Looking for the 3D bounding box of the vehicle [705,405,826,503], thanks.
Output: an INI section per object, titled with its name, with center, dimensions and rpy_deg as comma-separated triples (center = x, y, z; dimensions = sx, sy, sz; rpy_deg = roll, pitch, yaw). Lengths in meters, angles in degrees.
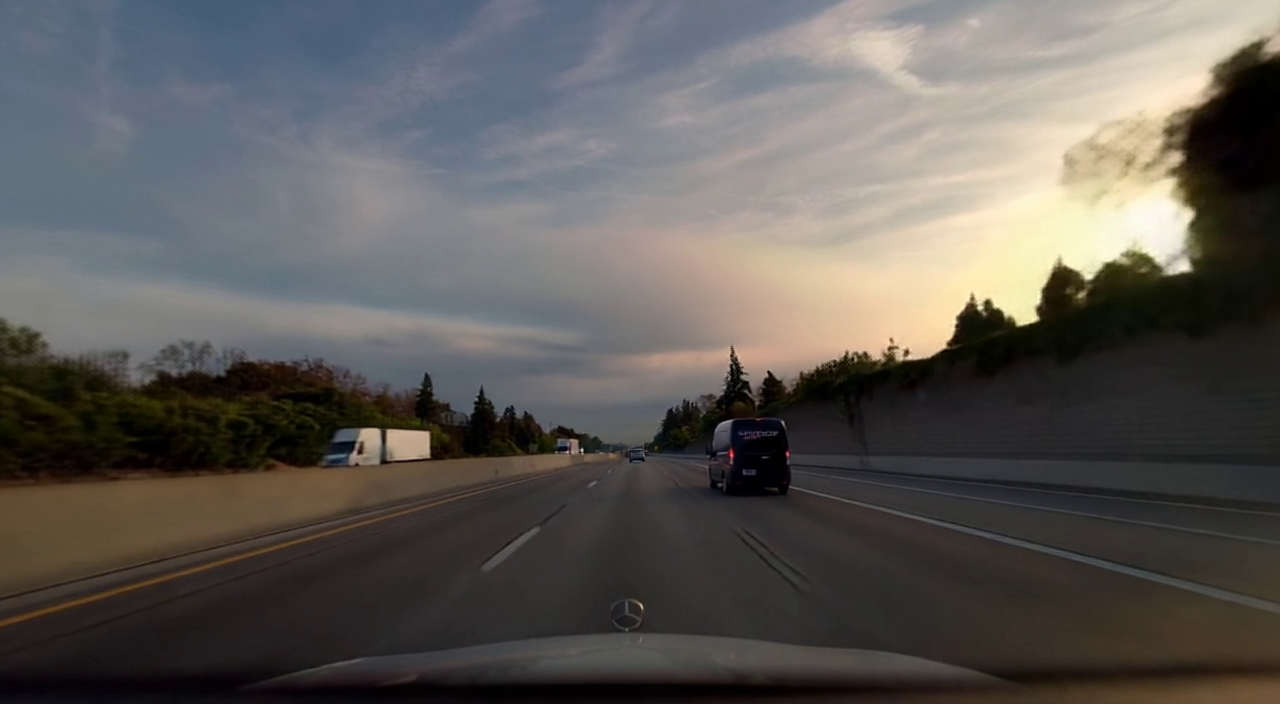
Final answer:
[vehicle]
center = 3.628, 3.170, 19.708
dimensions = 2.373, 2.561, 5.922
rpy_deg = 0, -9, -2
